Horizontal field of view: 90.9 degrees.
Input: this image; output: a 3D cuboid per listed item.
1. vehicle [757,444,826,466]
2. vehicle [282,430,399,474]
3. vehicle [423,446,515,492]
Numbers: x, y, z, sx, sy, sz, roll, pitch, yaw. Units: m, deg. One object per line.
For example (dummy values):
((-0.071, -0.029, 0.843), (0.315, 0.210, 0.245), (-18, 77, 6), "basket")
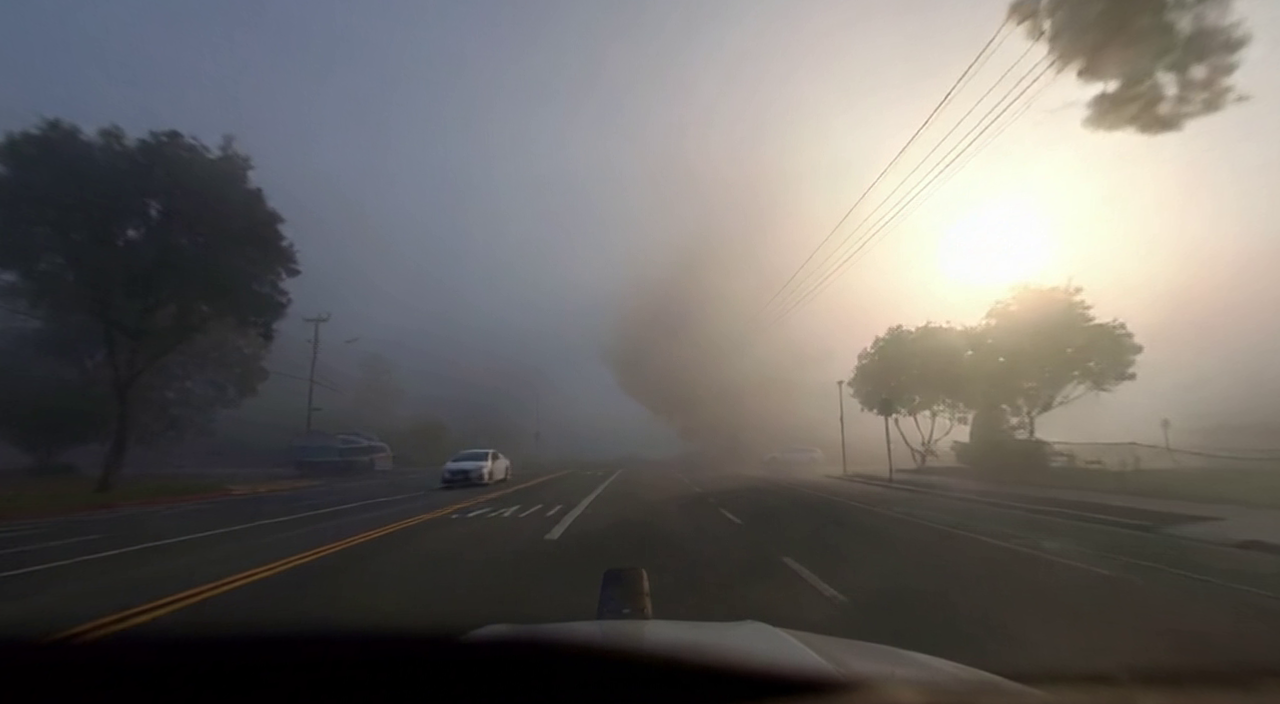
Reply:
((11.349, 7.717, 47.465), (4.565, 1.600, 2.023), (0, -8, -5), "vehicle")
((-20.611, 6.890, 43.601), (6.794, 2.863, 2.387), (0, -8, 0), "vehicle")
((-6.389, 4.403, 24.169), (2.163, 1.588, 4.509), (0, -8, 1), "vehicle")
